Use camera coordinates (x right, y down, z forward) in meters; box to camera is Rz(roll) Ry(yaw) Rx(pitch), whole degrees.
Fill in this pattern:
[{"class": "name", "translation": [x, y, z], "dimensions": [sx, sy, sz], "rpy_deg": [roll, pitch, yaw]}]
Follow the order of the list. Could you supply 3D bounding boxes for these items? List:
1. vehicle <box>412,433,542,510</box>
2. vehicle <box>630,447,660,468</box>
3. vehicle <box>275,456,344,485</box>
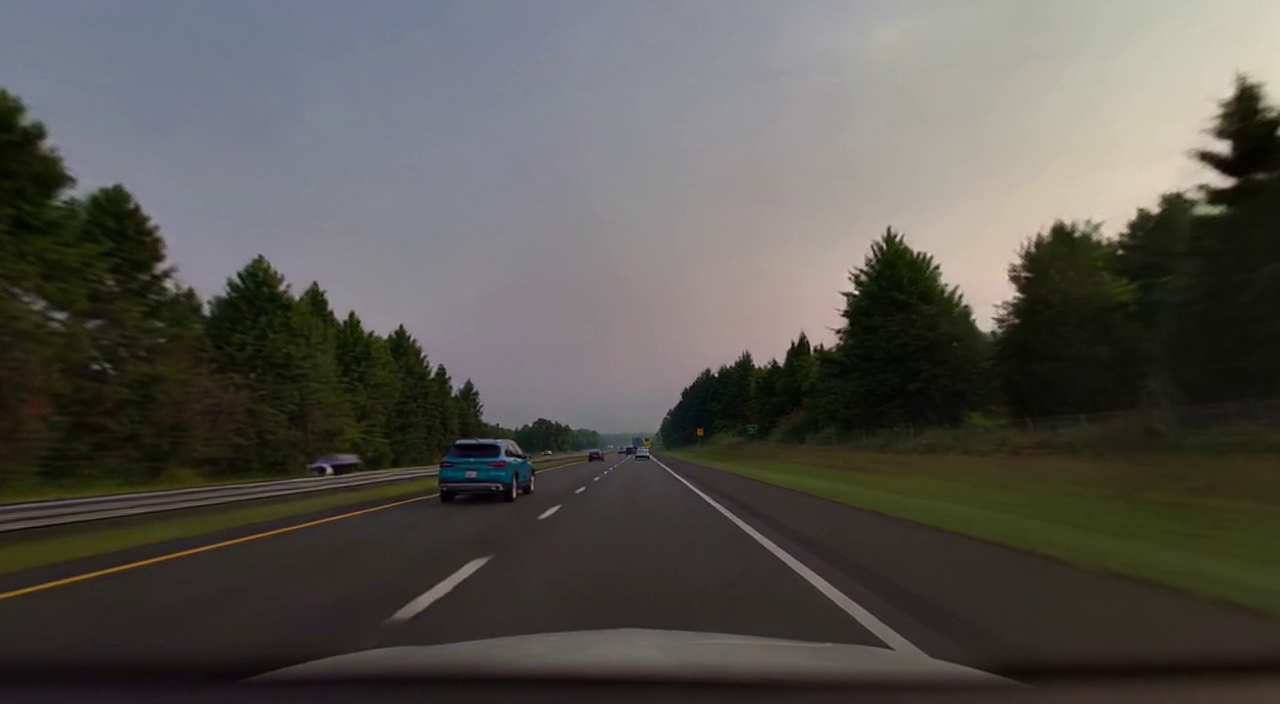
[{"class": "vehicle", "translation": [-3.896, 2.938, 15.958], "dimensions": [2.100, 1.667, 4.223], "rpy_deg": [0, -9, 0]}, {"class": "vehicle", "translation": [0.309, 7.565, 45.382], "dimensions": [2.046, 1.452, 4.407], "rpy_deg": [0, -9, -1]}, {"class": "vehicle", "translation": [-17.072, 6.108, 32.770], "dimensions": [1.629, 1.393, 3.517], "rpy_deg": [0, -9, 1]}]
